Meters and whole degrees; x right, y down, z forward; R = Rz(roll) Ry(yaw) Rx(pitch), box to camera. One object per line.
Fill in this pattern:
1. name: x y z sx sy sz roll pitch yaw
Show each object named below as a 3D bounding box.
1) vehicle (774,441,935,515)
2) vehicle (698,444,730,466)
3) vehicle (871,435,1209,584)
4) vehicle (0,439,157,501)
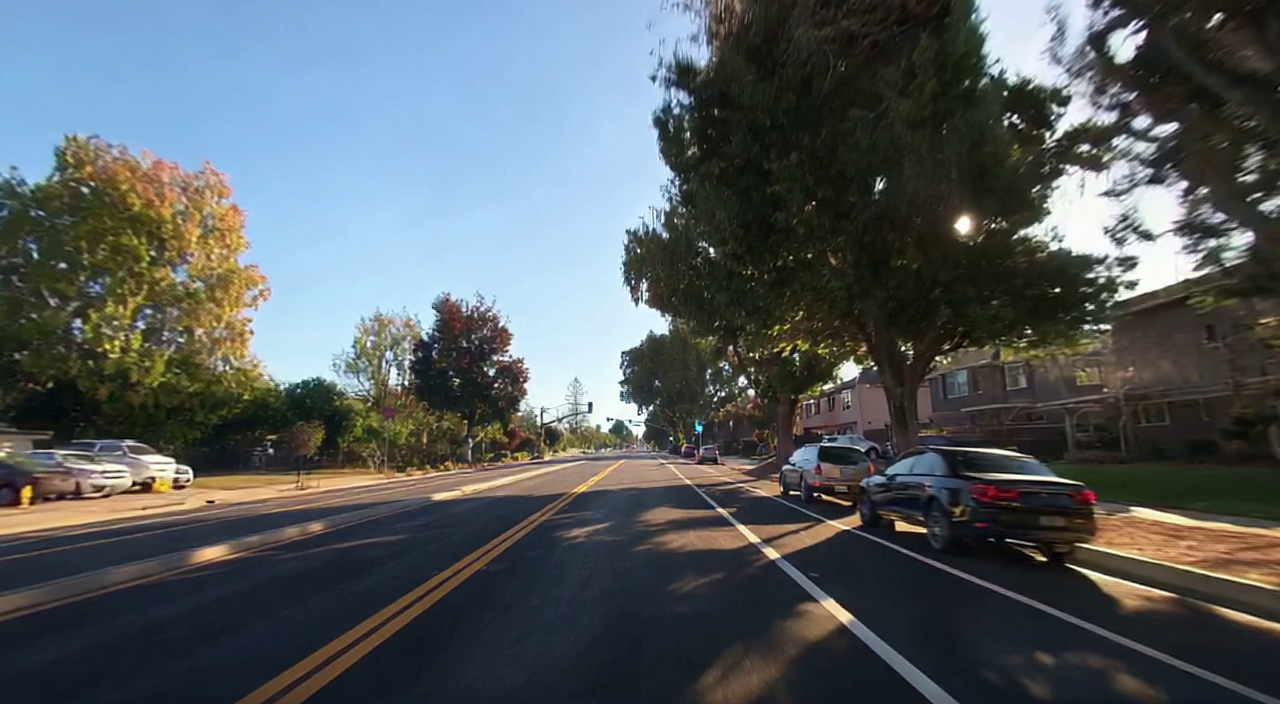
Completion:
1. vehicle: 4.907 2.939 15.333 2.021 1.491 4.906 1 -8 -3
2. vehicle: 5.487 7.701 47.235 1.955 1.549 4.129 0 -8 0
3. vehicle: 4.818 1.902 8.502 1.887 1.484 4.113 0 -8 1
4. vehicle: -19.925 4.004 21.717 4.735 1.979 2.199 0 -8 4
